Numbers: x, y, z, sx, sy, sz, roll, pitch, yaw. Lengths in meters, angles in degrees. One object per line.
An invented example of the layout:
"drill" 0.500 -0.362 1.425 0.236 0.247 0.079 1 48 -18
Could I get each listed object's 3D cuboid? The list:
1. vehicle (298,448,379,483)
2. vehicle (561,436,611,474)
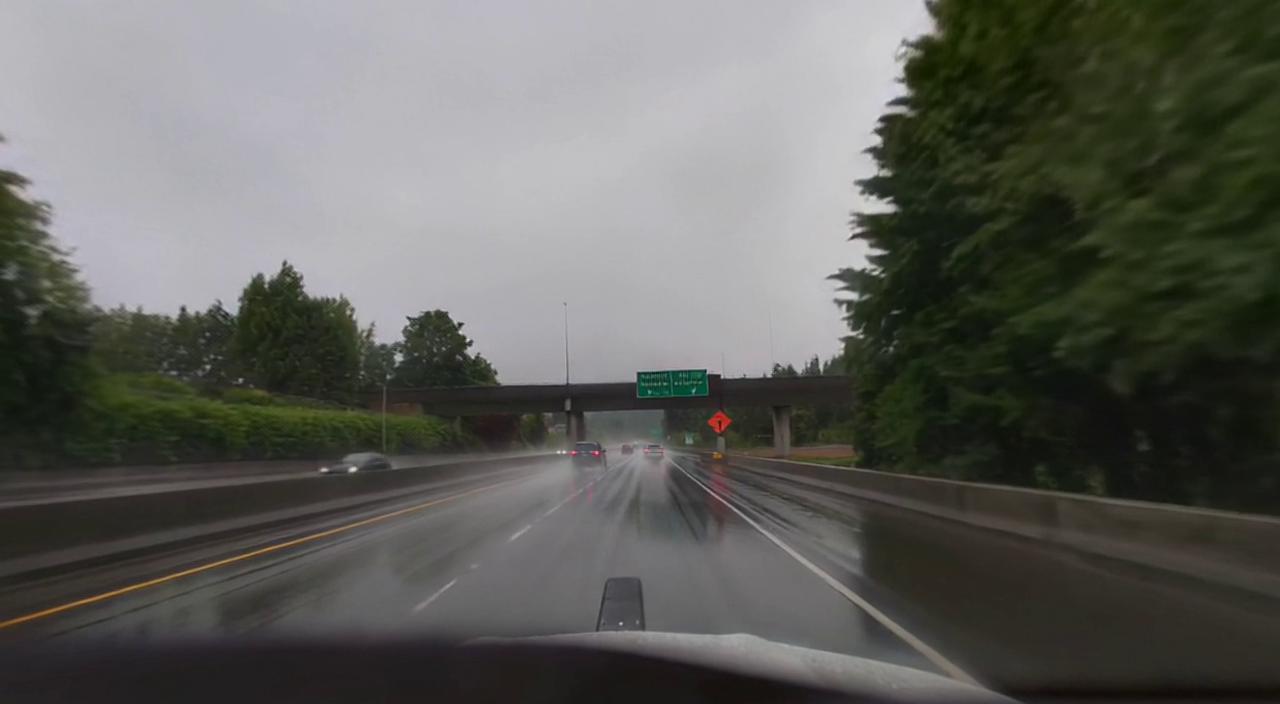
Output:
"vehicle" -16.301 6.134 34.396 1.998 1.712 4.578 -1 -9 2
"vehicle" -2.758 5.395 33.286 2.143 1.853 4.123 0 -8 2
